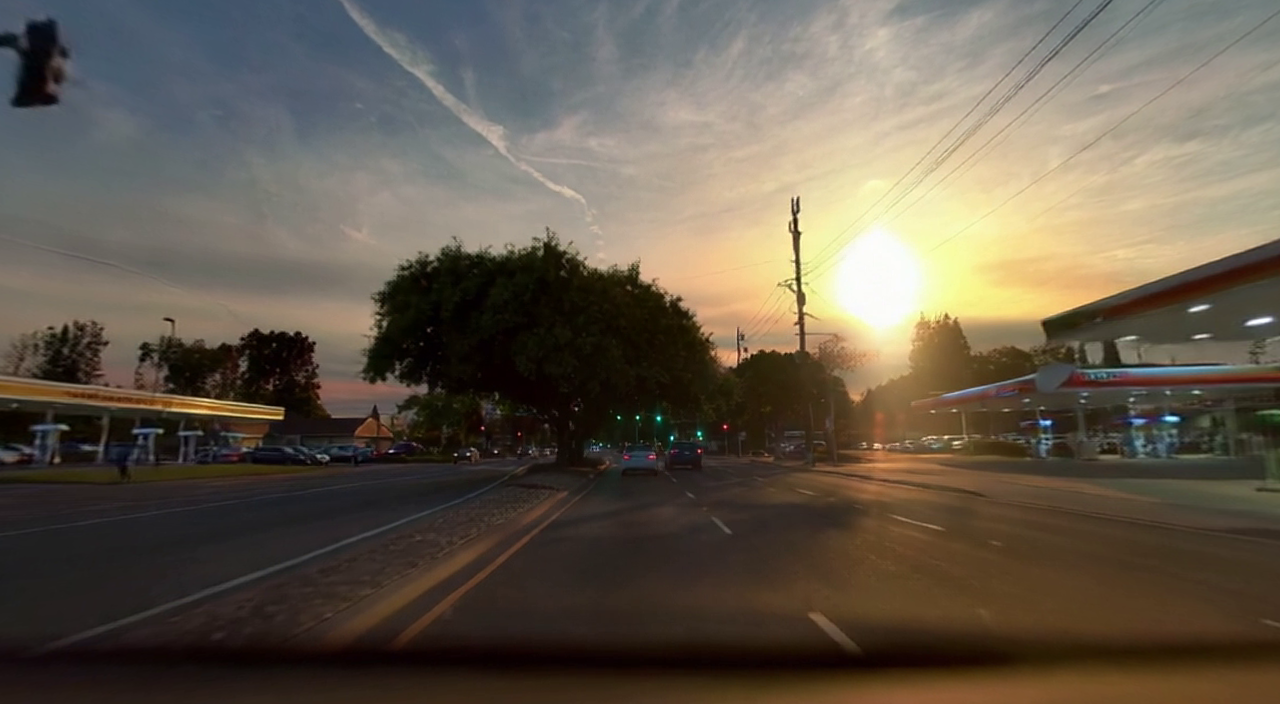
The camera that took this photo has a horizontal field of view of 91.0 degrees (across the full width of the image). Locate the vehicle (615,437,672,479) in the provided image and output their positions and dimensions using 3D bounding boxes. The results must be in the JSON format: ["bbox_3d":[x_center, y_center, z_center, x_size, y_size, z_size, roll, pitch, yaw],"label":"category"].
[{"bbox_3d":[0.091,4.297,25.801,2.145,1.572,4.021,0,-8,-1],"label":"vehicle"}]

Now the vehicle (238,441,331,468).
[{"bbox_3d":[-27.109,7.871,48.279,6.027,1.805,2.010,3,-11,-26],"label":"vehicle"}]

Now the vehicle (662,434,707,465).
[{"bbox_3d":[3.149,7.170,46.316,2.731,2.101,6.047,0,-8,-1],"label":"vehicle"}]
